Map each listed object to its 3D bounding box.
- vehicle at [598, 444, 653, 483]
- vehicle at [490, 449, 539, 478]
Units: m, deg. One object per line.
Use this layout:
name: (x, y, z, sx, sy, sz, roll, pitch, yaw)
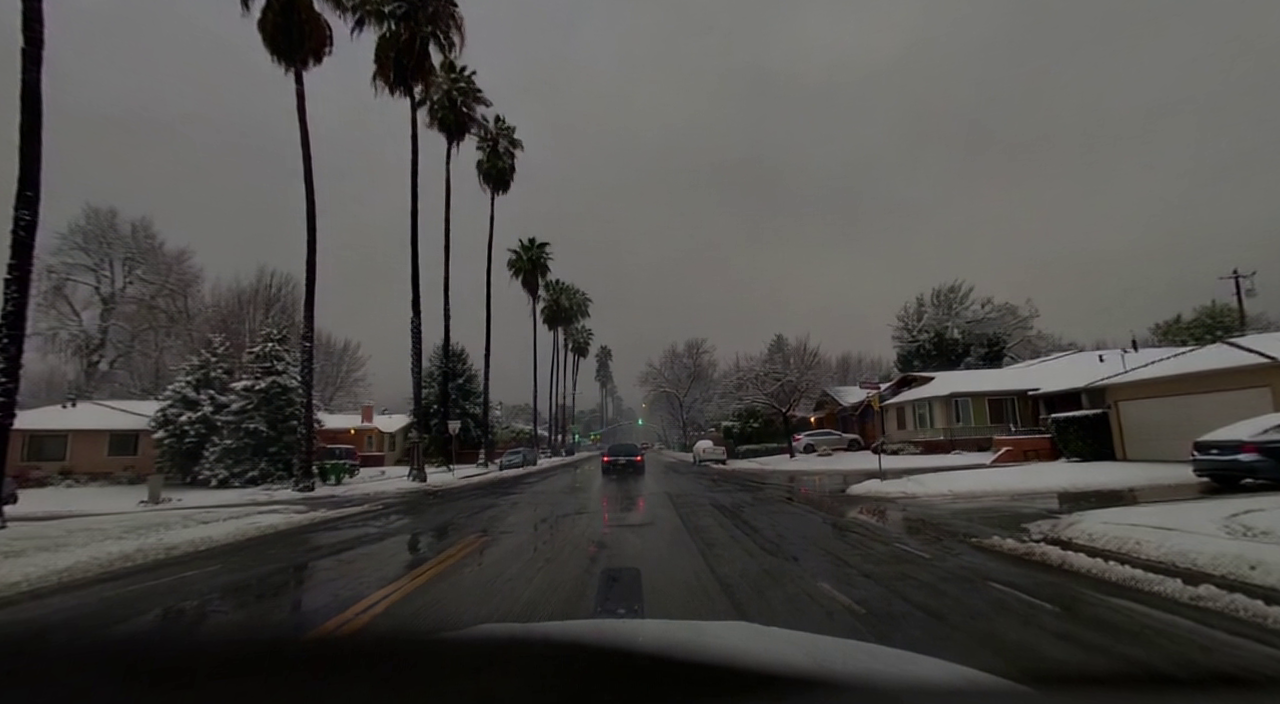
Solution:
vehicle: (-0.578, 4.587, 26.336, 2.098, 1.483, 4.099, 0, -9, 0)
vehicle: (-7.915, 7.026, 40.197, 2.069, 1.441, 4.368, -3, -7, 1)
